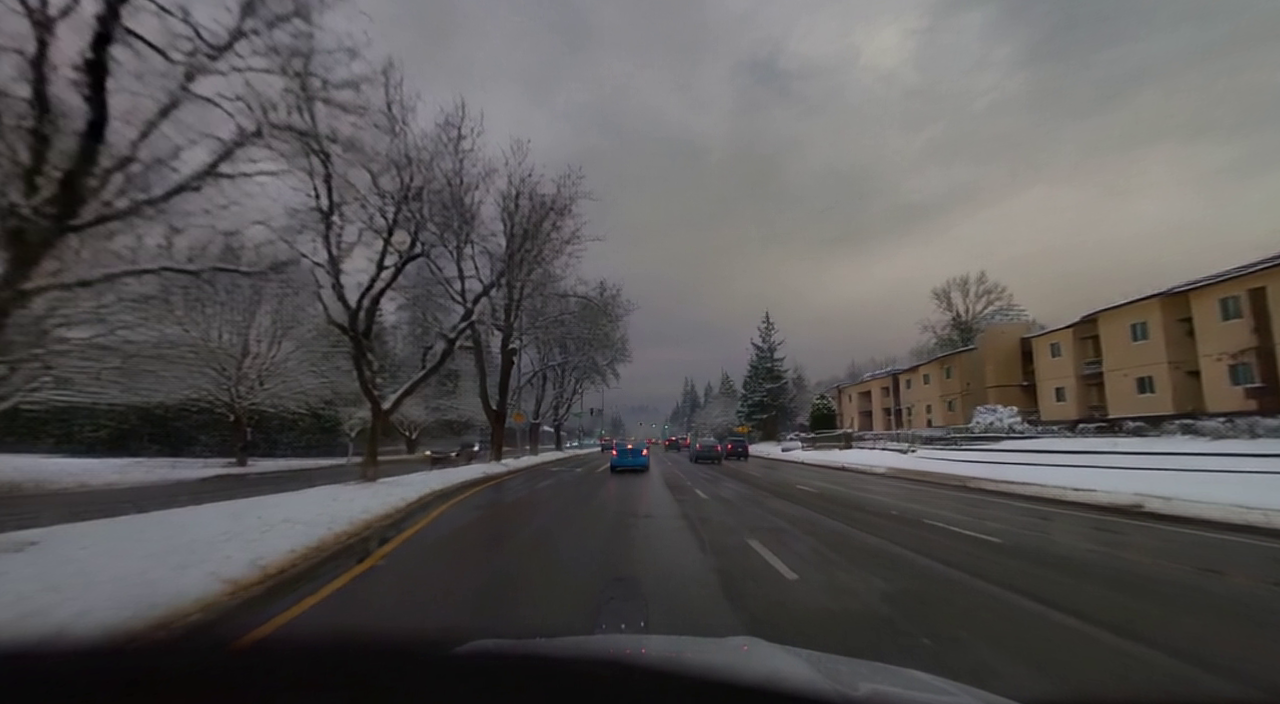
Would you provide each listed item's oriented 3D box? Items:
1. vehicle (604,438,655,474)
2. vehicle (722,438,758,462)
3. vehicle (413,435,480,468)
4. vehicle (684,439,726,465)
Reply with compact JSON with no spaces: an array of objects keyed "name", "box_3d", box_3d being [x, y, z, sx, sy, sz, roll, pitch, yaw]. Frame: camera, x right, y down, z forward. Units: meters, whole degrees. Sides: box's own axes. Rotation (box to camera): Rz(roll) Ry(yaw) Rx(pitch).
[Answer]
[{"name":"vehicle","box_3d":[-0.410,4.585,27.998,2.102,1.481,3.907,0,-8,0]},{"name":"vehicle","box_3d":[7.460,7.318,47.383,1.972,1.700,4.269,0,-8,0]},{"name":"vehicle","box_3d":[-10.370,5.395,34.223,2.071,1.645,4.654,0,-8,1]},{"name":"vehicle","box_3d":[4.006,6.240,39.512,2.067,1.514,4.188,0,-8,-2]}]
